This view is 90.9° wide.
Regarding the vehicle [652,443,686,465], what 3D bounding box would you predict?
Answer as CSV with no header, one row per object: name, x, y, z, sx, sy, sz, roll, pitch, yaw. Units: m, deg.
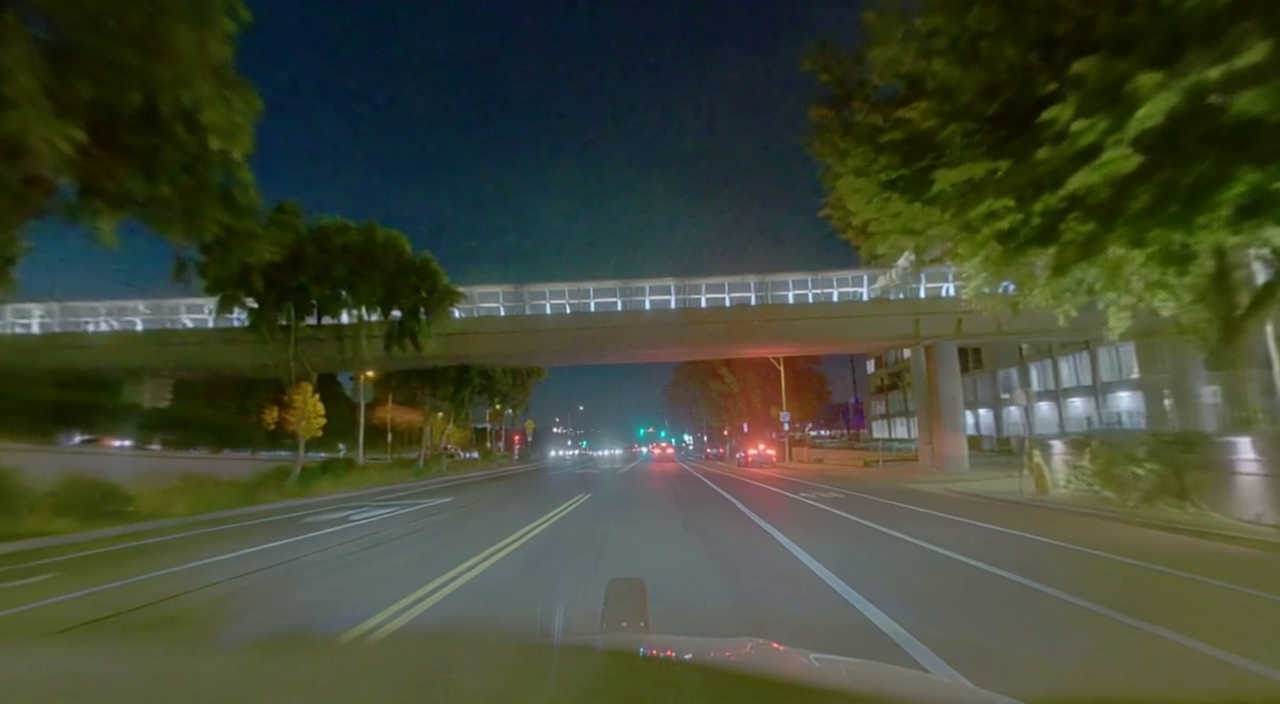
vehicle,2.049,7.201,44.794,2.280,1.475,4.051,0,-9,2

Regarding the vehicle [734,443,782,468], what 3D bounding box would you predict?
vehicle,7.270,6.413,39.334,2.035,1.435,4.481,0,-9,-1
